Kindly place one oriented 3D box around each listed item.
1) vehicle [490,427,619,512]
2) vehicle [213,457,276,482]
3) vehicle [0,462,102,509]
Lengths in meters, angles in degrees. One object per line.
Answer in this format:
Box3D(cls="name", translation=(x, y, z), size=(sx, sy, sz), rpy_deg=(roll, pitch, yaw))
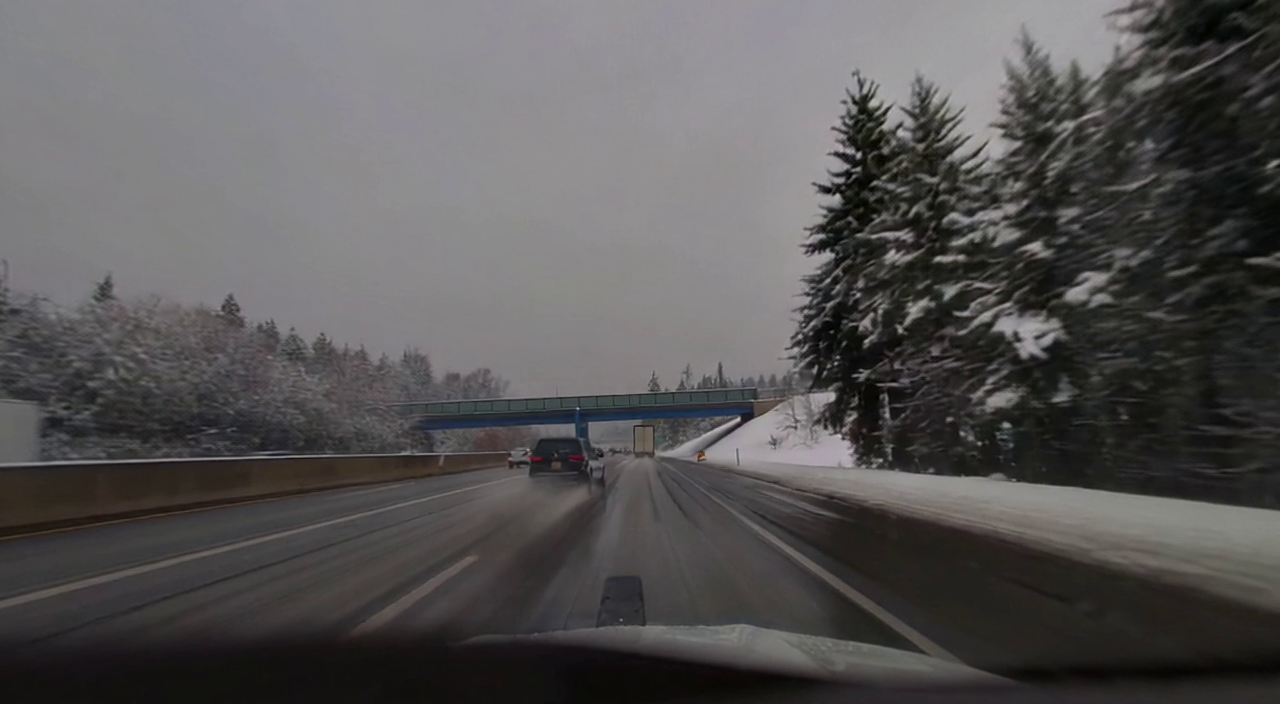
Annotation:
Box3D(cls="vehicle", translation=(-1.833, 2.752, 15.229), size=(2.299, 1.716, 4.579), rpy_deg=(-1, -9, 2))
Box3D(cls="vehicle", translation=(-25.617, 7.594, 40.969), size=(1.749, 1.415, 3.546), rpy_deg=(0, -9, 0))
Box3D(cls="vehicle", translation=(-21.537, 4.640, 22.202), size=(1.870, 1.400, 3.724), rpy_deg=(0, -9, 0))
